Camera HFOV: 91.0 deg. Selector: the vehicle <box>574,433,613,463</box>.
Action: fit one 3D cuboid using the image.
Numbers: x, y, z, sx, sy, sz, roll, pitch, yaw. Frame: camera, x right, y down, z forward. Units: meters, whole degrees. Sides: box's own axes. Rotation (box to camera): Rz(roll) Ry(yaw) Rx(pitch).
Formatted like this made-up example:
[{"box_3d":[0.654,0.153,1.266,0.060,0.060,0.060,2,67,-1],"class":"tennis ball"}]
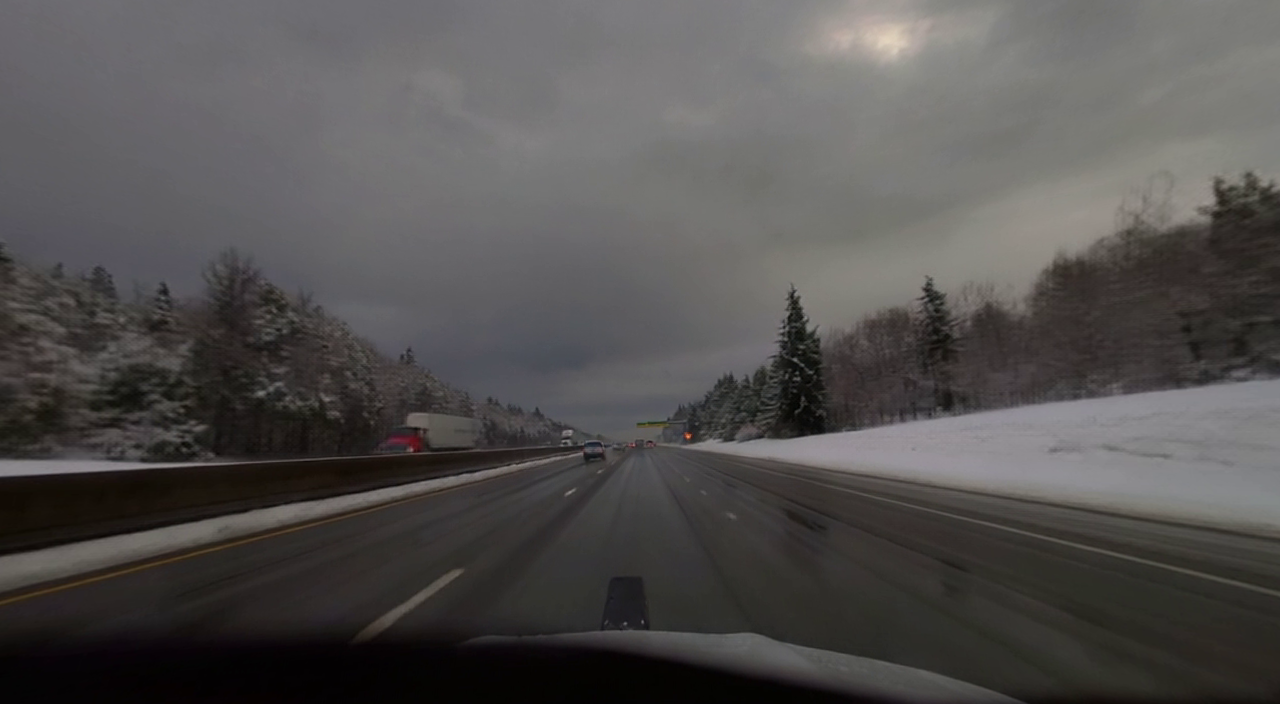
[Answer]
[{"box_3d":[-3.207,6.788,44.500,2.286,2.011,4.452,0,-8,1],"class":"vehicle"}]
